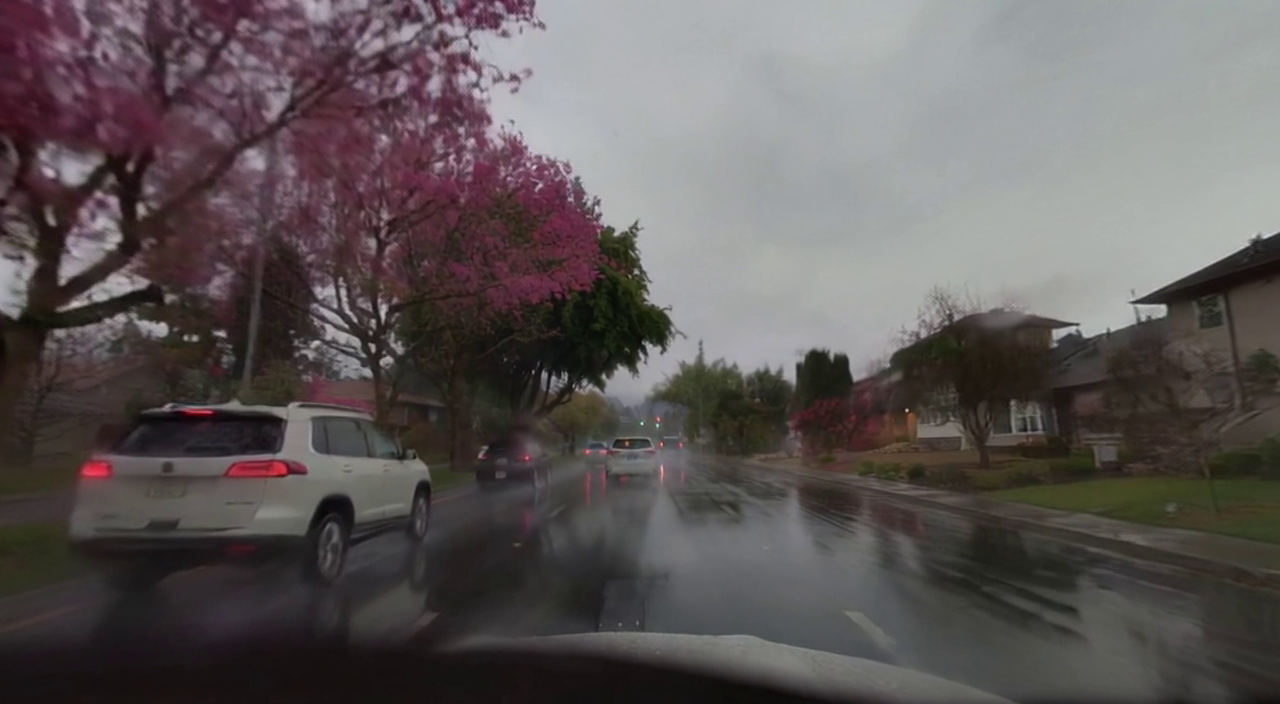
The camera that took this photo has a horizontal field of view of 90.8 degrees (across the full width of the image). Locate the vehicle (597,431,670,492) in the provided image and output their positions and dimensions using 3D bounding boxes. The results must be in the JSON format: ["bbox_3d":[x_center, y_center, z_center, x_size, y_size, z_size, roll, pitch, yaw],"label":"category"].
[{"bbox_3d":[-0.187,3.301,19.346,1.997,1.636,3.760,0,-8,0],"label":"vehicle"}]

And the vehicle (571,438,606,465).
[{"bbox_3d":[-3.555,6.979,44.478,2.080,1.780,4.879,0,-8,0],"label":"vehicle"}]

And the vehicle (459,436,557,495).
[{"bbox_3d":[-3.783,3.322,18.907,2.066,1.565,3.905,0,-8,0],"label":"vehicle"}]

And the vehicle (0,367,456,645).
[{"bbox_3d":[-3.745,1.408,6.866,2.161,1.919,4.798,0,-8,-2],"label":"vehicle"}]
